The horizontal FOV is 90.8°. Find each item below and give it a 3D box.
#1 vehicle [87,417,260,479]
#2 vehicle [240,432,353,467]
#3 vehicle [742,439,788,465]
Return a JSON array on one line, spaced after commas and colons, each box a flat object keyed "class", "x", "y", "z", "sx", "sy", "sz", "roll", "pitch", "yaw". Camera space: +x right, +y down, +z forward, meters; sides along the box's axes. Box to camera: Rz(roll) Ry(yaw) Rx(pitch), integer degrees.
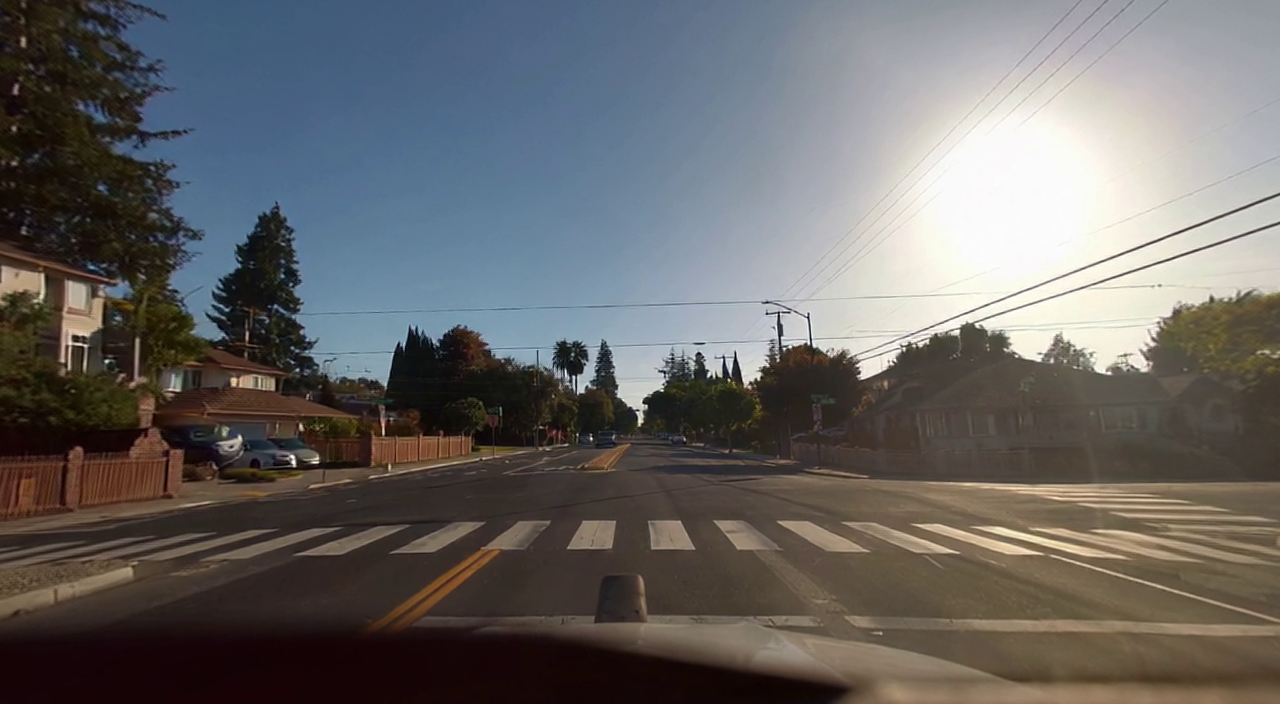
[{"class": "vehicle", "x": -17.929, "y": 3.720, "z": 24.510, "sx": 4.800, "sy": 2.259, "sz": 2.303, "roll": 0, "pitch": -9, "yaw": -1}, {"class": "vehicle", "x": -17.950, "y": 5.116, "z": 33.156, "sx": 4.743, "sy": 1.734, "sz": 1.994, "roll": 0, "pitch": -9, "yaw": 0}, {"class": "vehicle", "x": 8.004, "y": 6.433, "z": 40.886, "sx": 2.029, "sy": 1.554, "sz": 4.705, "roll": 0, "pitch": -9, "yaw": 1}]
